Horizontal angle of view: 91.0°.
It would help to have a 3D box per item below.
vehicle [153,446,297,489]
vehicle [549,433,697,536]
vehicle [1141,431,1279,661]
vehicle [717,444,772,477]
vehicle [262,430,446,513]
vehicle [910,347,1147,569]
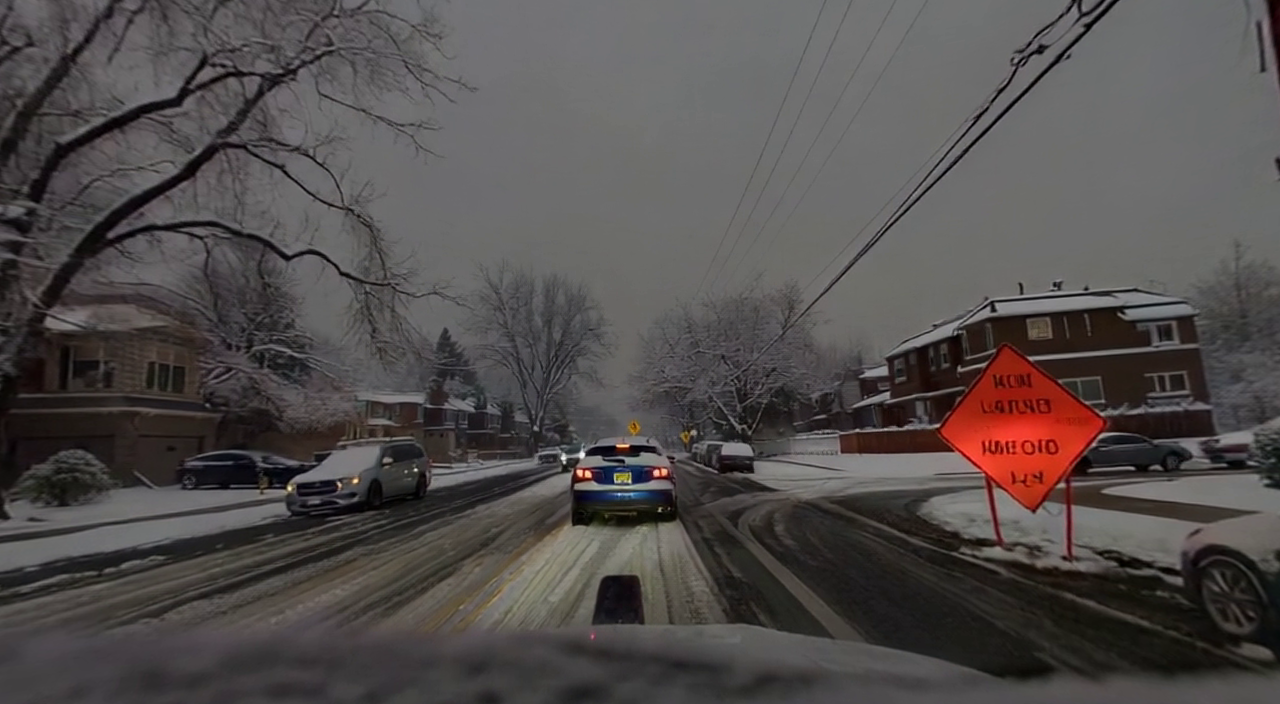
[{"bbox_3d":[-16.629,4.620,25.399,4.468,1.517,1.796,-1,-9,-2],"label":"vehicle"},{"bbox_3d":[-0.235,2.241,11.252,2.151,1.481,4.084,0,-9,0],"label":"vehicle"},{"bbox_3d":[5.102,1.076,2.840,1.864,1.480,4.587,0,-9,-1],"label":"vehicle"},{"bbox_3d":[4.921,5.151,30.159,1.985,1.481,4.116,0,-9,1],"label":"vehicle"},{"bbox_3d":[-8.148,3.462,18.903,2.659,2.047,6.014,0,-8,0],"label":"vehicle"},{"bbox_3d":[5.272,1.449,8.973,1.409,2.648,2.645,1,-8,-4],"label":"vehicle"}]
